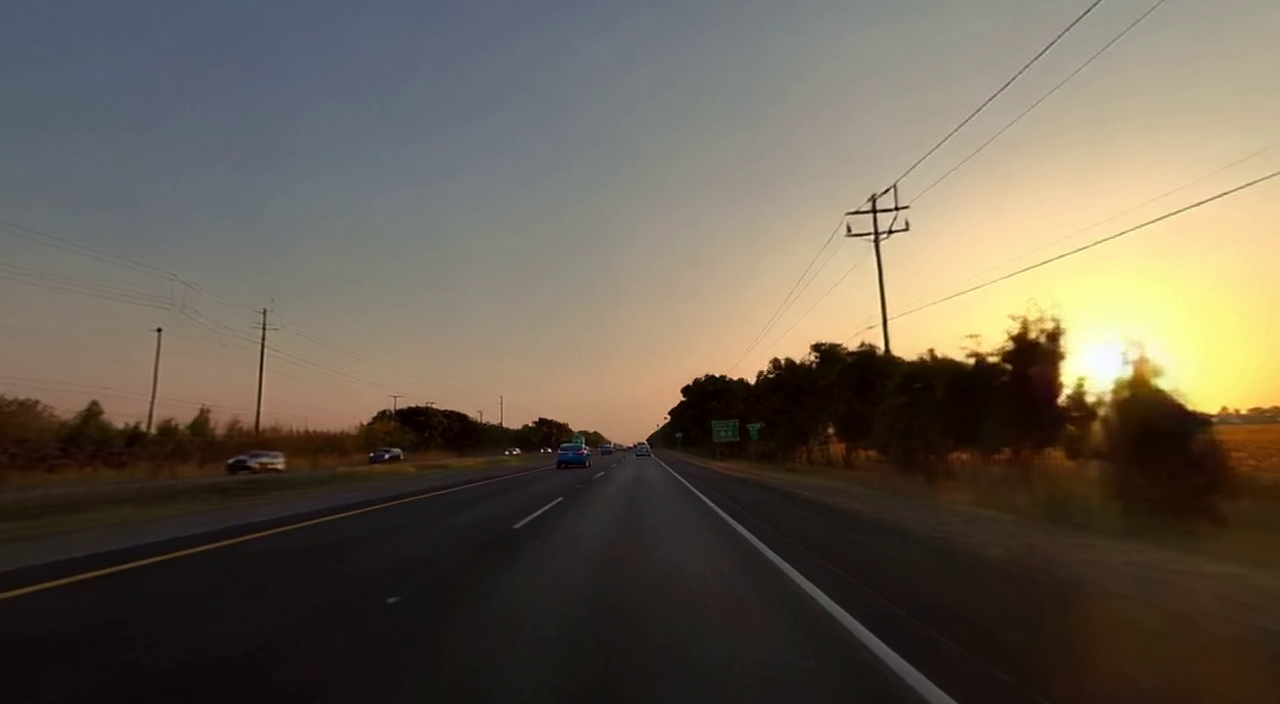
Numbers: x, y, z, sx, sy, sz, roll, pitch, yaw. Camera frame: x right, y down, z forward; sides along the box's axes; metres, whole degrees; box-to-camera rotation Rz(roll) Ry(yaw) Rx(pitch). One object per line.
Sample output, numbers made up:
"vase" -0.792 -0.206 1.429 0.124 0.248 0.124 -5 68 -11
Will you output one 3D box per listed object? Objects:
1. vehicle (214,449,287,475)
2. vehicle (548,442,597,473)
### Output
"vehicle" -24.916 7.024 40.486 1.858 1.529 4.350 0 -9 1
"vehicle" -3.586 5.740 34.464 2.120 1.597 4.810 0 -9 1
